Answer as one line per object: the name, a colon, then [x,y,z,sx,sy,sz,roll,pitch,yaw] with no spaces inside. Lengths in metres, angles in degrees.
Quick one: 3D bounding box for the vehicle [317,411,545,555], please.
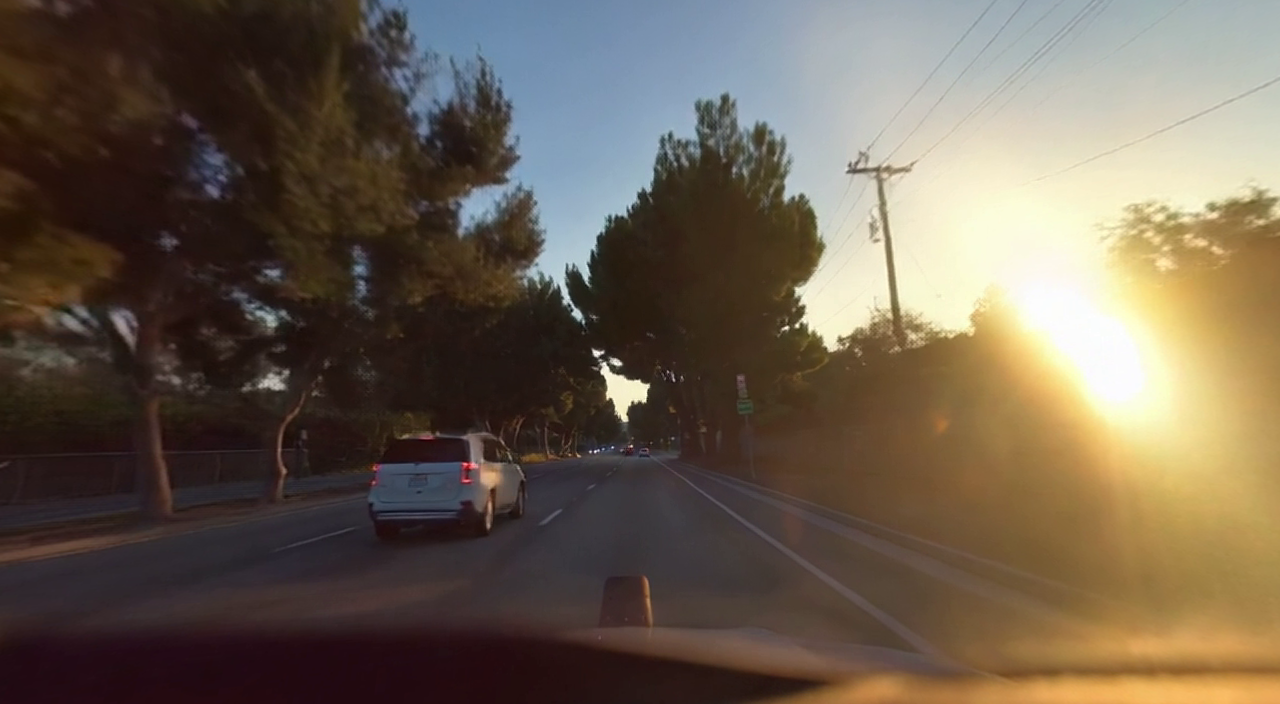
vehicle: [-3.092,2.058,10.651,2.160,1.855,4.695,0,-8,1]
